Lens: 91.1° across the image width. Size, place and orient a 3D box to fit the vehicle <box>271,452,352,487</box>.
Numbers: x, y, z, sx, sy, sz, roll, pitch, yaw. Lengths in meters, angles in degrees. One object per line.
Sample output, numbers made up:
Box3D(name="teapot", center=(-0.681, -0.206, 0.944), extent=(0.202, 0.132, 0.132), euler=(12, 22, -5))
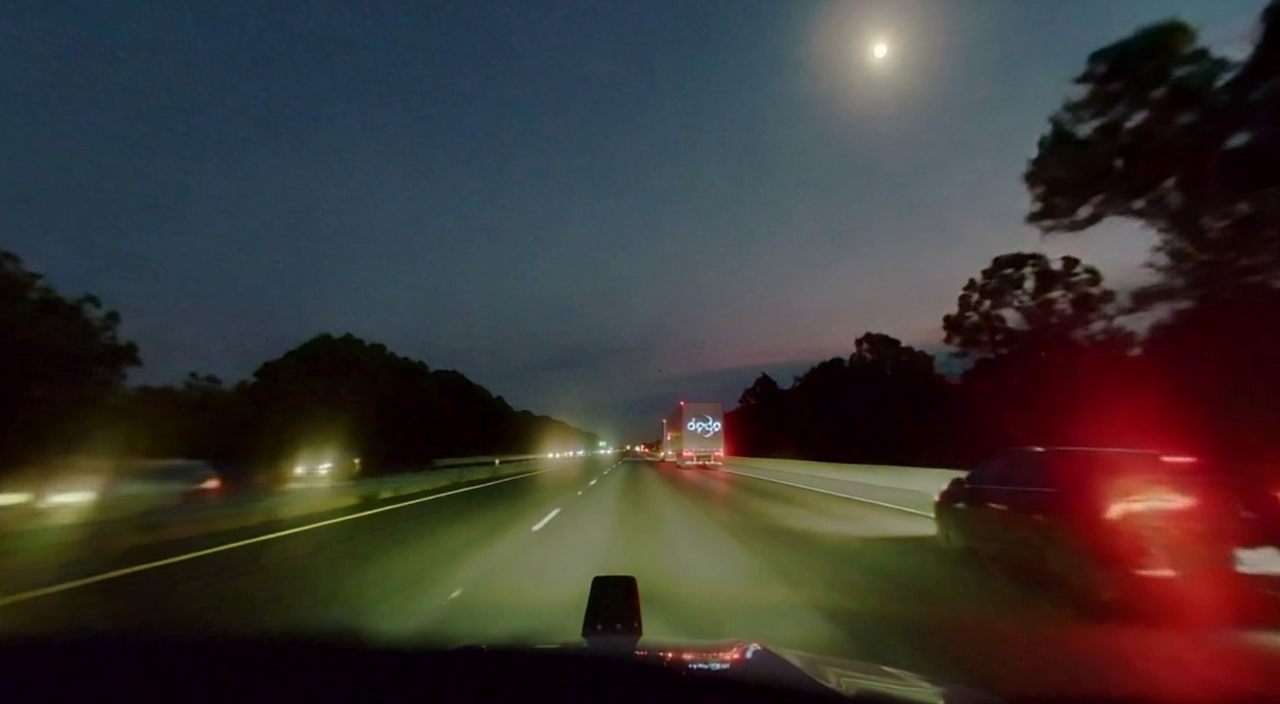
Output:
Box3D(name="vehicle", center=(-16.472, 5.852, 31.744), extent=(1.879, 1.607, 4.218), euler=(0, -9, -2))

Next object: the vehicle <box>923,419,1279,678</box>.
Box3D(name="vehicle", center=(4.396, 1.430, 5.594), extent=(1.910, 1.474, 3.776), euler=(0, -9, -1))

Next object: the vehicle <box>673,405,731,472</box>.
Box3D(name="vehicle", center=(3.890, 5.758, 41.497), extent=(2.856, 3.933, 8.334), euler=(0, -9, -1))
